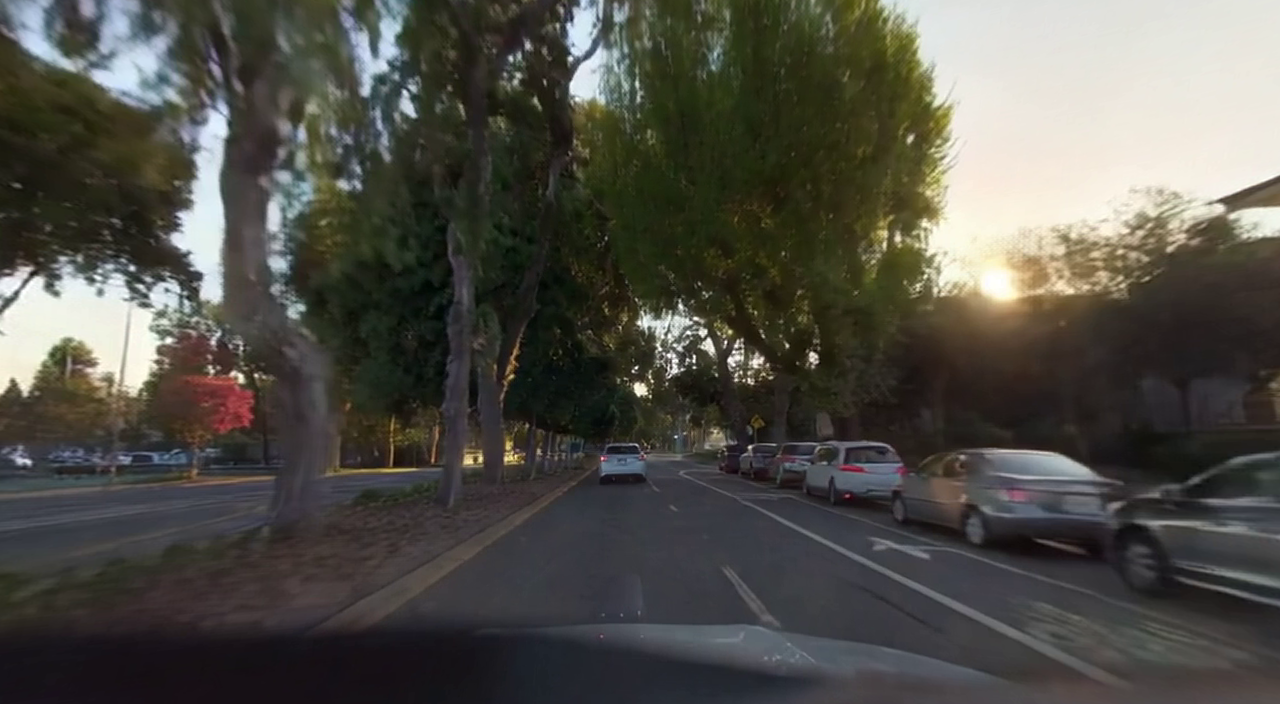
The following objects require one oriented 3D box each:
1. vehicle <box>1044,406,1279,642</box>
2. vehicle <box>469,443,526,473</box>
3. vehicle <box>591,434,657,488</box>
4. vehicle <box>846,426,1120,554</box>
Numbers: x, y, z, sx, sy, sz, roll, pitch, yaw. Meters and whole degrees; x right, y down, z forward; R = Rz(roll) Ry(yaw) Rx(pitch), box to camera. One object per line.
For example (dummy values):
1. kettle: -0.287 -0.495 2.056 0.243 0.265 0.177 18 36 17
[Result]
1. vehicle: 5.776 1.319 4.931 1.930 1.752 5.039 0 -9 1
2. vehicle: -7.591 5.667 34.082 2.105 1.474 4.808 0 -8 -2
3. vehicle: -0.544 3.735 21.966 2.070 1.698 3.925 0 -9 -1
4. vehicle: 5.392 2.205 10.867 2.018 1.708 4.541 0 -9 -2
